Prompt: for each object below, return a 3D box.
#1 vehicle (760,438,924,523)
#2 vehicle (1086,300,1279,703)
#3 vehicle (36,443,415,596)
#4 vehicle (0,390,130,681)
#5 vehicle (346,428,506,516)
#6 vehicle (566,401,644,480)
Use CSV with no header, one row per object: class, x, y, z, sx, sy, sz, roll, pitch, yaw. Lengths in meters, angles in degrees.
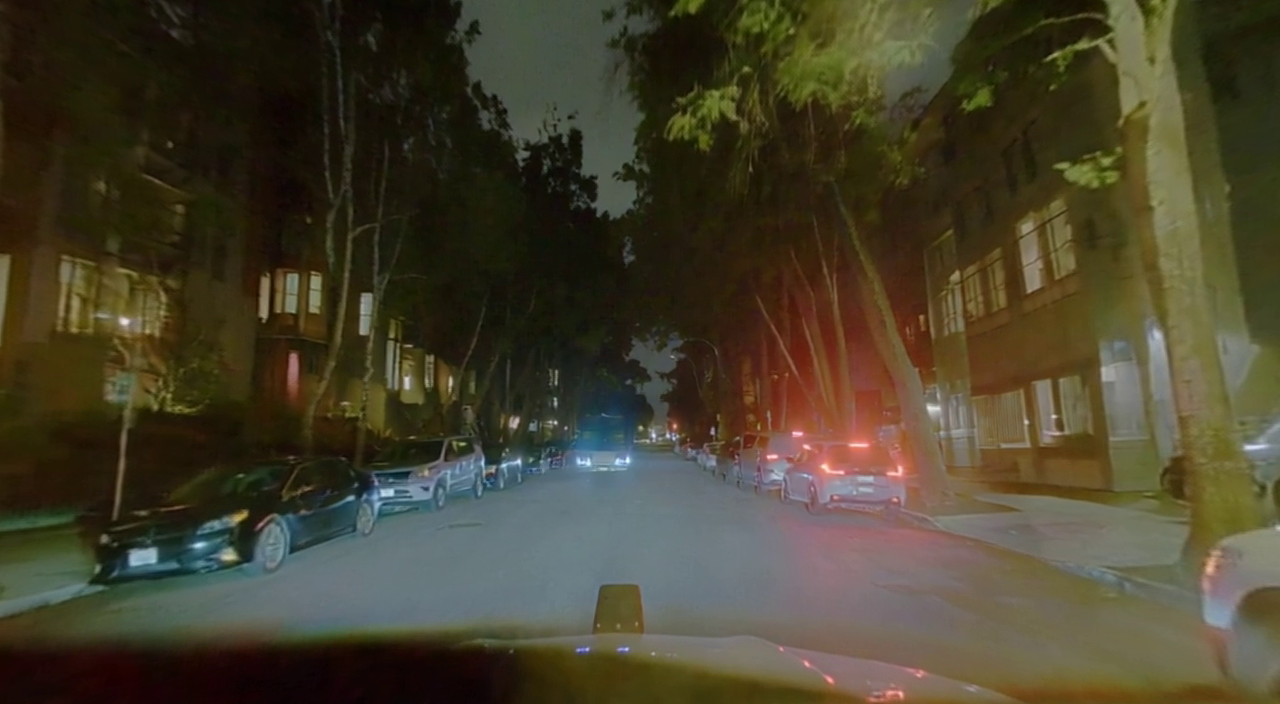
vehicle,3.962,2.566,13.251,1.813,1.468,4.267,1,-8,-3
vehicle,3.447,0.550,0.804,2.182,1.900,4.779,0,-8,-1
vehicle,-4.937,1.995,8.636,1.861,1.474,4.749,0,-8,2
vehicle,-5.091,0.926,2.413,2.203,1.815,4.972,0,-8,-2
vehicle,-4.987,2.862,15.734,2.002,1.781,5.380,0,-8,1
vehicle,-1.267,3.728,26.587,2.716,2.887,6.781,0,-8,2
